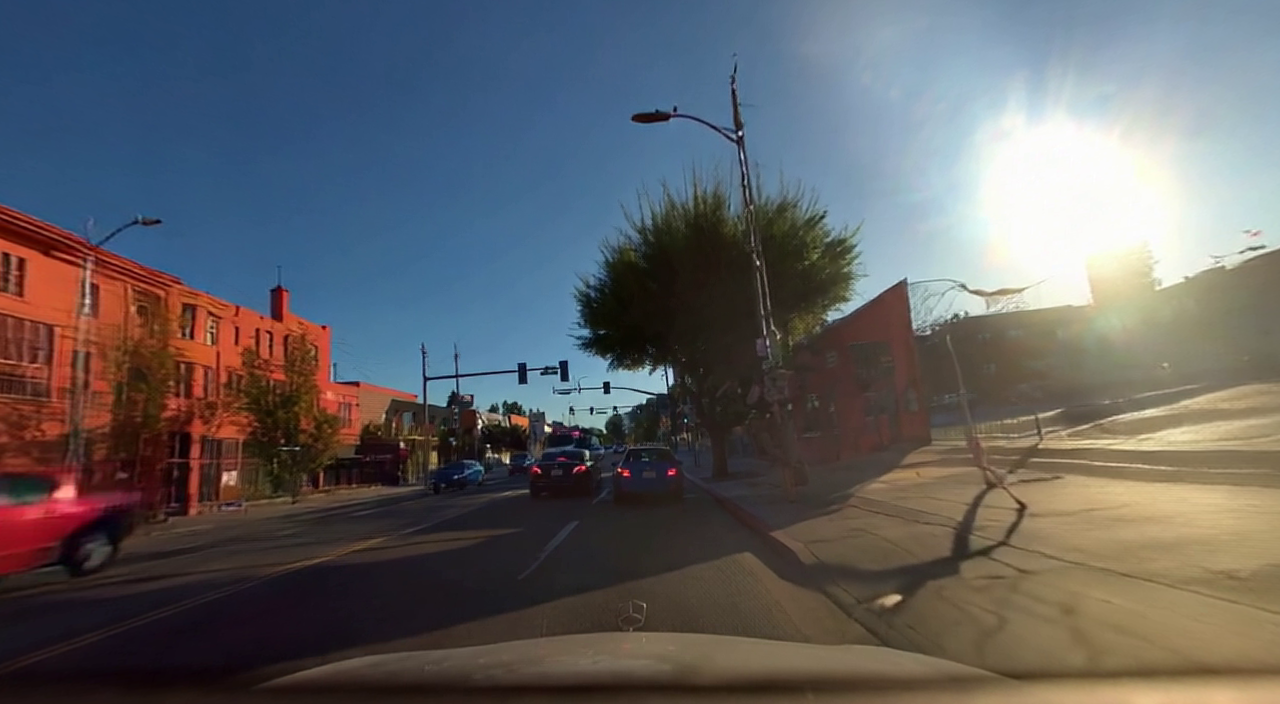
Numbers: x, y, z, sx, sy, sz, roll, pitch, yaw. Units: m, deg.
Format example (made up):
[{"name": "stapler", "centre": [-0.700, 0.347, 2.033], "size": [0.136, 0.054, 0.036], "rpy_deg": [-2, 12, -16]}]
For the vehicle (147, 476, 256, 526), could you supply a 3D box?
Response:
[{"name": "vehicle", "centre": [-17.329, 5.789, 24.836], "size": [4.584, 1.504, 2.124], "rpy_deg": [-7, -10, 38]}]

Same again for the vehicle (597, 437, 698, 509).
[{"name": "vehicle", "centre": [0.179, 2.807, 15.087], "size": [2.094, 1.478, 3.922], "rpy_deg": [0, -9, 1]}]

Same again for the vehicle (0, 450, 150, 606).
[{"name": "vehicle", "centre": [-8.536, 2.119, 7.438], "size": [1.931, 1.803, 4.420], "rpy_deg": [-2, -8, 0]}]

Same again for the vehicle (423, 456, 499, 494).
[{"name": "vehicle", "centre": [-8.392, 5.773, 29.987], "size": [2.118, 1.473, 4.642], "rpy_deg": [-3, -9, 2]}]

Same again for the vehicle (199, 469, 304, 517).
[{"name": "vehicle", "centre": [-16.979, 6.167, 27.567], "size": [4.266, 1.486, 1.907], "rpy_deg": [-13, -15, 25]}]

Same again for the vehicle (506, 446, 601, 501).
[{"name": "vehicle", "centre": [-2.415, 3.547, 18.980], "size": [2.099, 1.424, 4.843], "rpy_deg": [0, -8, 1]}]
